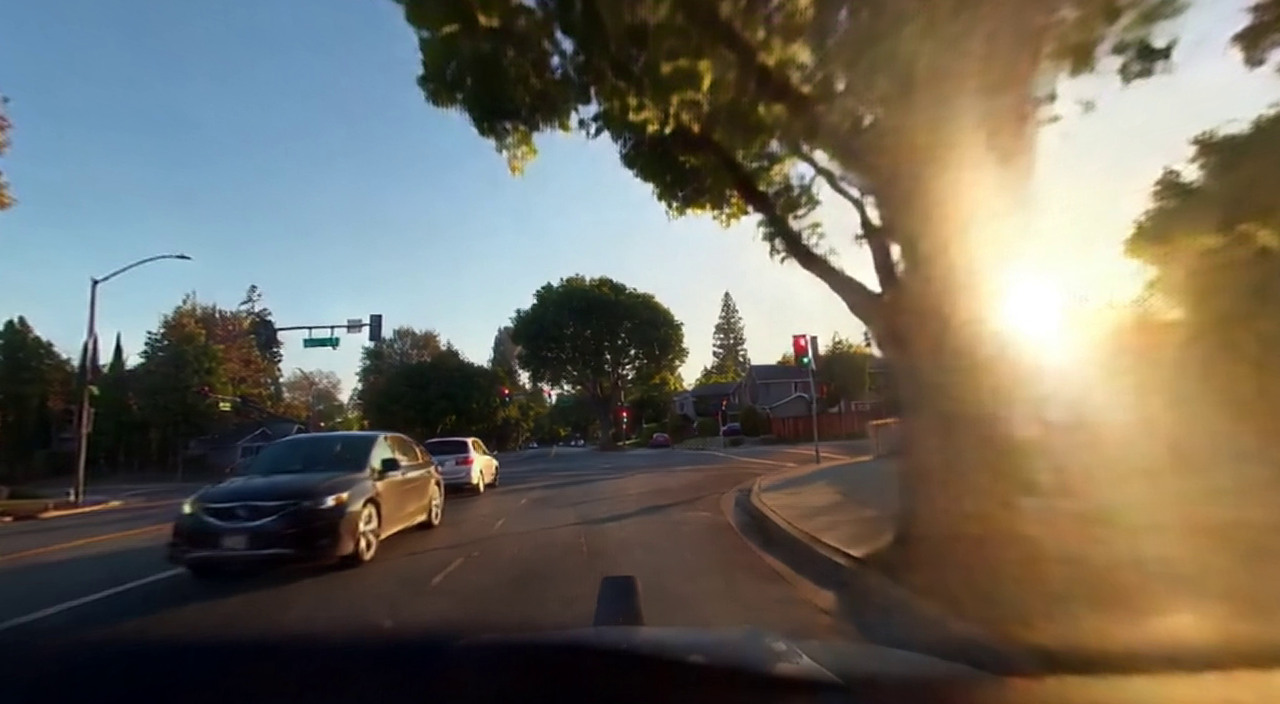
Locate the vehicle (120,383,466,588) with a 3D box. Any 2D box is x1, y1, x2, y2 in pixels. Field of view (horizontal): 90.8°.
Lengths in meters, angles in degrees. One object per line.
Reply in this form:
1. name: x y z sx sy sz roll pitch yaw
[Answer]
1. vehicle: -3.782 1.539 8.130 2.041 1.834 4.679 0 -8 -4
